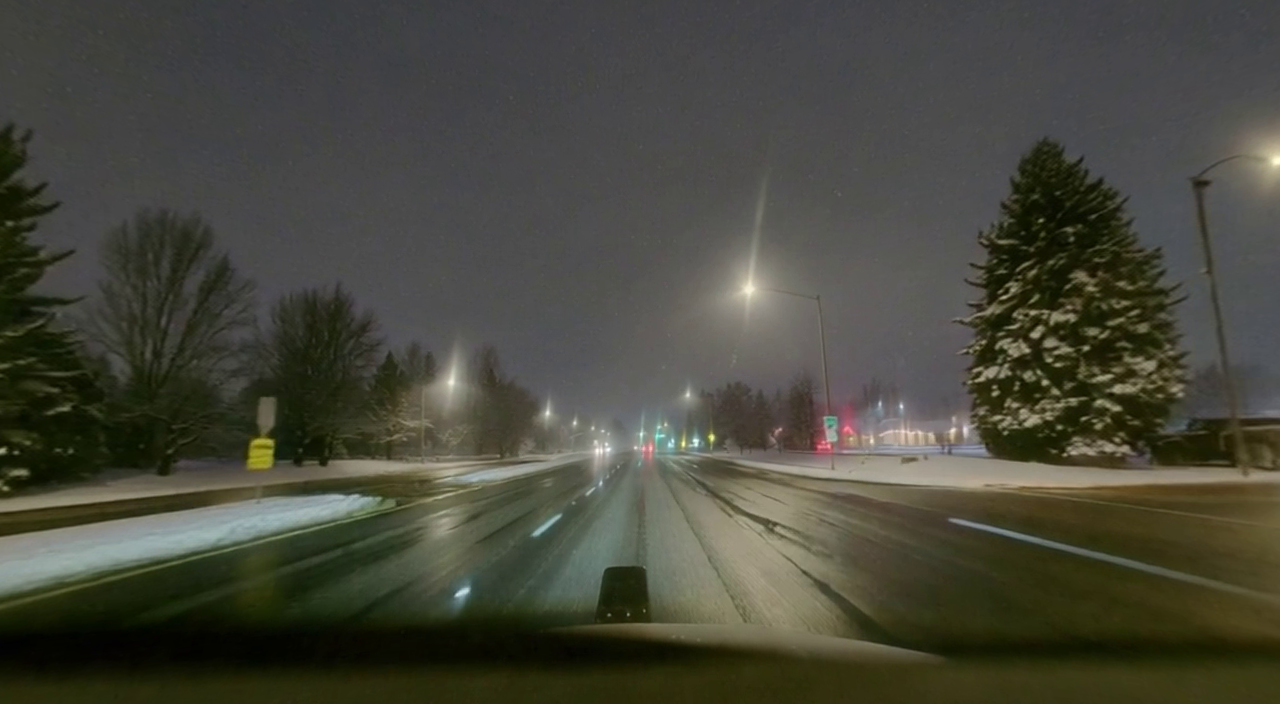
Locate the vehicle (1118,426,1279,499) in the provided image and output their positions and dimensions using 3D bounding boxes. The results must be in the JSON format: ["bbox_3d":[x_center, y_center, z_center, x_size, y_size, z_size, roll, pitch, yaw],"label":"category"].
[{"bbox_3d":[17.877,3.141,18.338,5.770,1.844,2.360,-3,-7,5],"label":"vehicle"}]
